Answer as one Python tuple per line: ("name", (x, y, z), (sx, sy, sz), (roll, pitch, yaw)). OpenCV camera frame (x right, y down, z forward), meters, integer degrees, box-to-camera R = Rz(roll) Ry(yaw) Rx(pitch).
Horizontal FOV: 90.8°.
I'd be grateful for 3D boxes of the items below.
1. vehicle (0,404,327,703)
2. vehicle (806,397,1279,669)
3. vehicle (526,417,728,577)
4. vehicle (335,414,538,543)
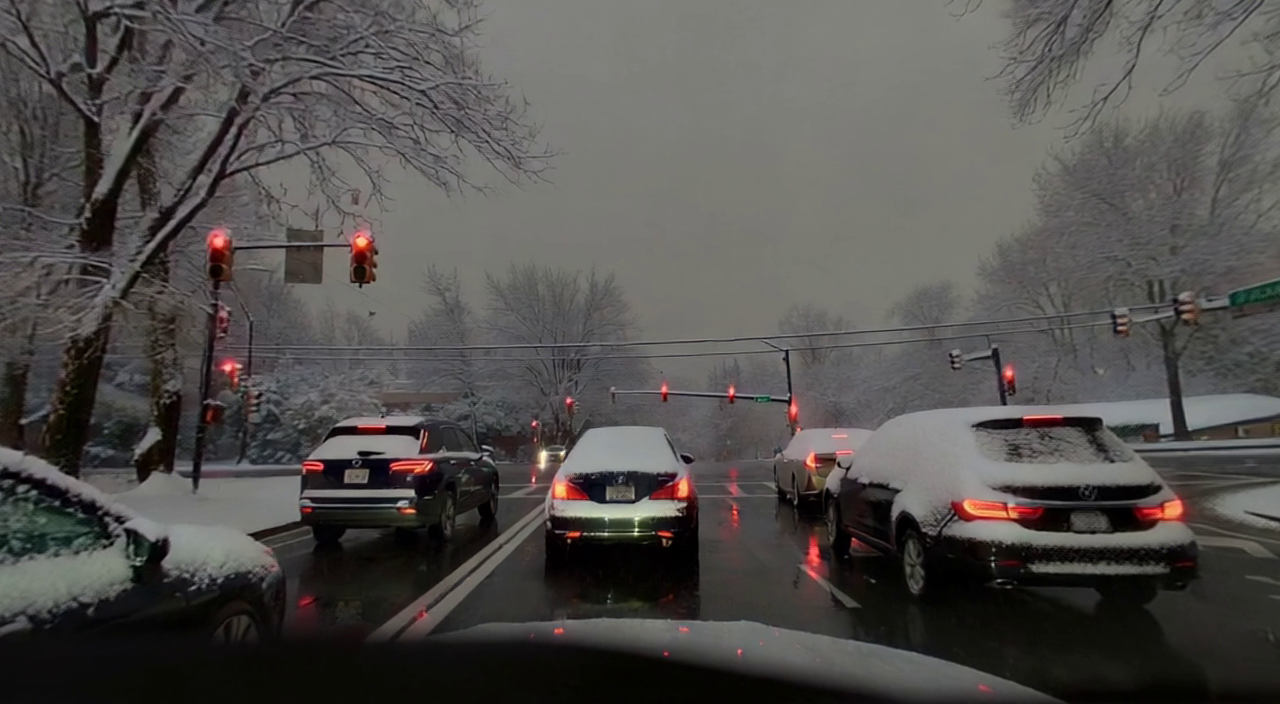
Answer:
("vehicle", (-3.350, 0.951, 2.368), (1.863, 1.495, 4.667), (0, -8, 1))
("vehicle", (3.223, 1.442, 6.193), (2.006, 1.659, 4.462), (0, -8, 1))
("vehicle", (-0.101, 1.800, 8.556), (2.106, 1.655, 3.717), (0, -8, 1))
("vehicle", (-3.226, 2.111, 11.171), (2.048, 1.805, 4.405), (0, -8, 1))
